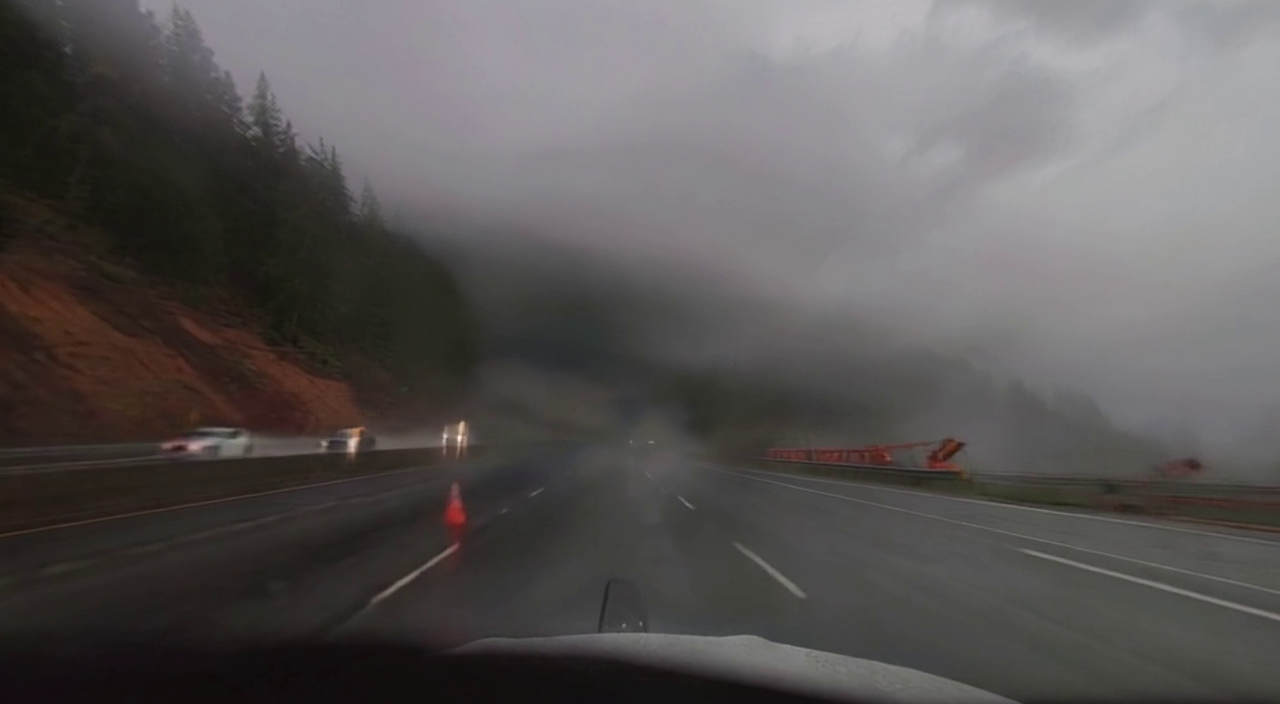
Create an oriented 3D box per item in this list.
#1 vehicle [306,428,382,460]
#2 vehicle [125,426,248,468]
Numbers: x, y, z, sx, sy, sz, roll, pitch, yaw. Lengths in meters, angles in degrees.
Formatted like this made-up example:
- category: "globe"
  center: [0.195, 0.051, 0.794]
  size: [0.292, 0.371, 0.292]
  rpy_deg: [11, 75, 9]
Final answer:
- category: "vehicle"
  center: [-15.778, 4.947, 33.870]
  size: [2.008, 1.598, 4.397]
  rpy_deg: [0, -8, -1]
- category: "vehicle"
  center: [-19.483, 4.123, 27.411]
  size: [1.971, 1.640, 4.581]
  rpy_deg: [0, -8, -1]
